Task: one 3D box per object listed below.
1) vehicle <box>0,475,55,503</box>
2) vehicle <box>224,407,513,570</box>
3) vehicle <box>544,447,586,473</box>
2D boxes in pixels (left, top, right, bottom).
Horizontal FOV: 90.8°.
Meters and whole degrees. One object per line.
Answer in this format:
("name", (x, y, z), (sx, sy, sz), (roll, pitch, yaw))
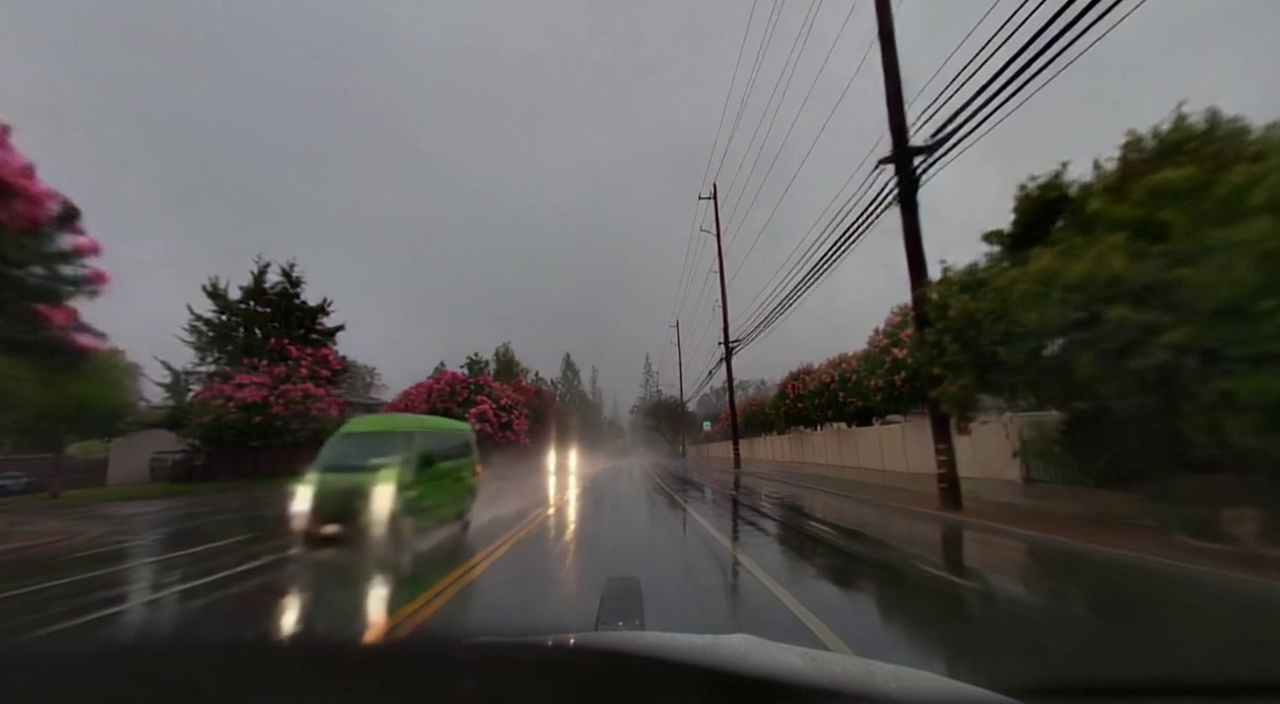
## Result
("vehicle", (-36.979, 8.018, 36.891), (1.669, 1.429, 4.145), (-2, -8, -1))
("vehicle", (-3.708, 1.988, 10.042), (2.357, 1.893, 5.084), (0, -9, -1))
("vehicle", (-4.500, 6.527, 38.403), (2.074, 1.511, 4.126), (0, -9, 0))
